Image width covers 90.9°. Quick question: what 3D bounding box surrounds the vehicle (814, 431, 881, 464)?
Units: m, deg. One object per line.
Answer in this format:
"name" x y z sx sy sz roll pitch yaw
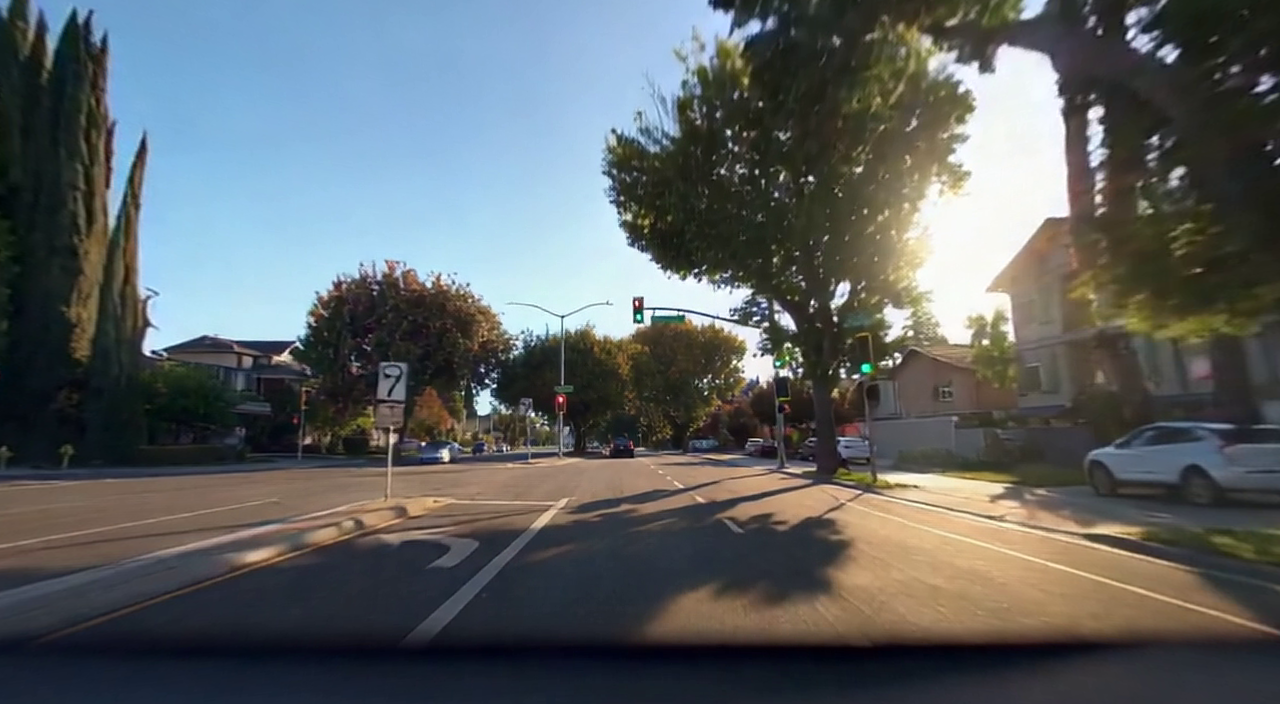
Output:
"vehicle" 11.331 5.263 34.783 2.018 1.665 4.576 0 -8 -2

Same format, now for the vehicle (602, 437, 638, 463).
"vehicle" -1.214 5.950 38.524 2.113 1.462 4.203 0 -8 -2

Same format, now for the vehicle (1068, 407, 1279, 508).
"vehicle" 11.791 2.188 13.451 2.053 1.759 4.494 0 -8 -1

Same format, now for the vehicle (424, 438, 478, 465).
"vehicle" -11.318 5.973 38.118 1.995 1.485 4.560 0 -8 -2
